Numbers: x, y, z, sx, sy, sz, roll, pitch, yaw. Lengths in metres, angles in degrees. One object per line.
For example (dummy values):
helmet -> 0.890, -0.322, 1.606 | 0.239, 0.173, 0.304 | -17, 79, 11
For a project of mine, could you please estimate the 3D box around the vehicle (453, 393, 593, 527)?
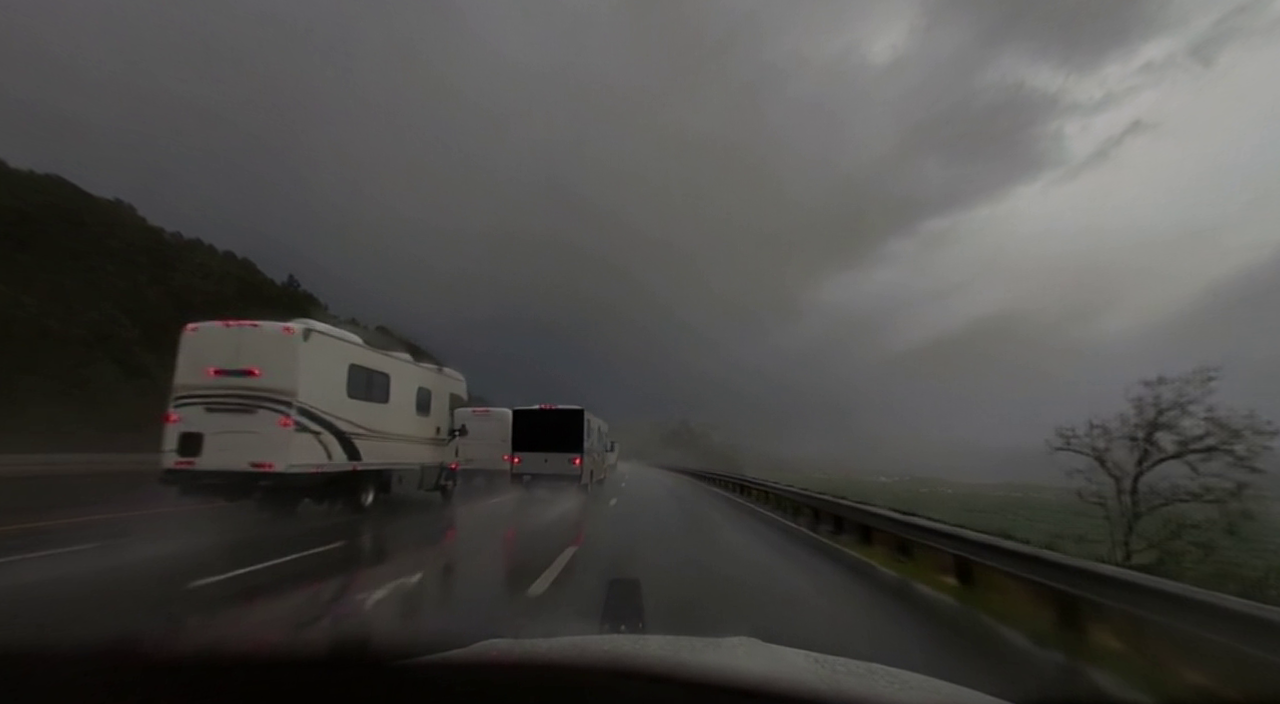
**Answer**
vehicle -> -2.416, 2.396, 14.200 | 2.331, 2.583, 3.743 | -1, -9, 1

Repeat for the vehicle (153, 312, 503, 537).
vehicle -> -7.090, 2.363, 18.471 | 2.929, 4.010, 14.446 | 0, -9, 0
